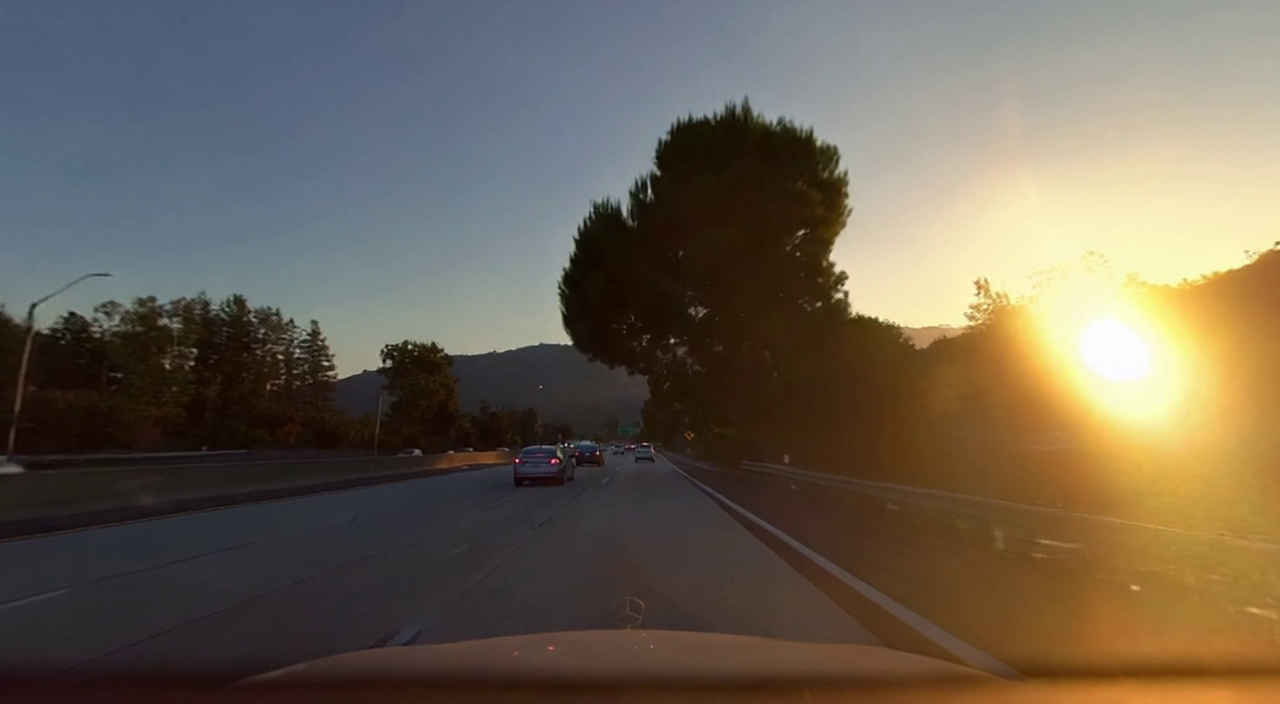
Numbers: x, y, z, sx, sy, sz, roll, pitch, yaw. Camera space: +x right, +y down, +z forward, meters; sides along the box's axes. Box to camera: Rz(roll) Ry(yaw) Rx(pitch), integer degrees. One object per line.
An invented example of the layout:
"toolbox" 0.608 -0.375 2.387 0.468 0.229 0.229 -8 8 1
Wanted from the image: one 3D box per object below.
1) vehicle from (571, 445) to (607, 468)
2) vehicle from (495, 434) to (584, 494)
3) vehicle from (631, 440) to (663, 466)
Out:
"vehicle" -3.394 7.100 42.799 2.055 1.431 3.921 0 -9 1
"vehicle" -3.050 3.495 19.978 2.056 1.679 4.204 0 -9 1
"vehicle" 0.513 7.470 46.674 2.285 1.797 4.478 0 -9 0
